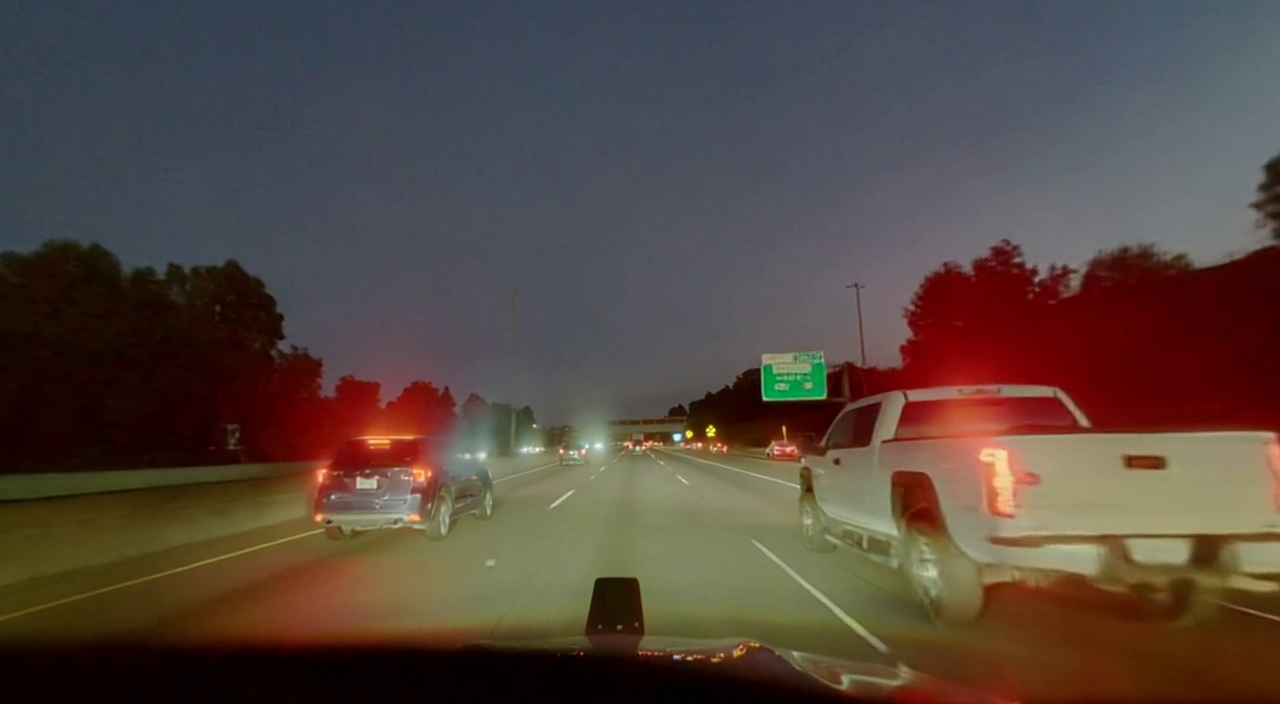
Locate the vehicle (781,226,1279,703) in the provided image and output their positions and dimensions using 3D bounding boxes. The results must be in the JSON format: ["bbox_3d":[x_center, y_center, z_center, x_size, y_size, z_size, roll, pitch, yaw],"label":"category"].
[{"bbox_3d":[2.778,0.966,4.486,2.200,1.870,5.649,0,-8,0],"label":"vehicle"}]

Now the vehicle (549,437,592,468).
[{"bbox_3d":[-3.954,5.796,36.540,1.992,1.651,4.185,0,-8,0],"label":"vehicle"}]

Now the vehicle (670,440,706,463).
[{"bbox_3d":[3.256,6.848,43.648,2.007,1.469,4.337,0,-8,-2],"label":"vehicle"}]

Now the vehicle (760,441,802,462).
[{"bbox_3d":[9.784,6.935,44.087,1.910,1.384,3.867,0,-8,-1],"label":"vehicle"}]

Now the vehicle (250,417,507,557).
[{"bbox_3d":[-3.581,1.928,9.766,2.119,1.654,4.353,0,-8,0],"label":"vehicle"}]
